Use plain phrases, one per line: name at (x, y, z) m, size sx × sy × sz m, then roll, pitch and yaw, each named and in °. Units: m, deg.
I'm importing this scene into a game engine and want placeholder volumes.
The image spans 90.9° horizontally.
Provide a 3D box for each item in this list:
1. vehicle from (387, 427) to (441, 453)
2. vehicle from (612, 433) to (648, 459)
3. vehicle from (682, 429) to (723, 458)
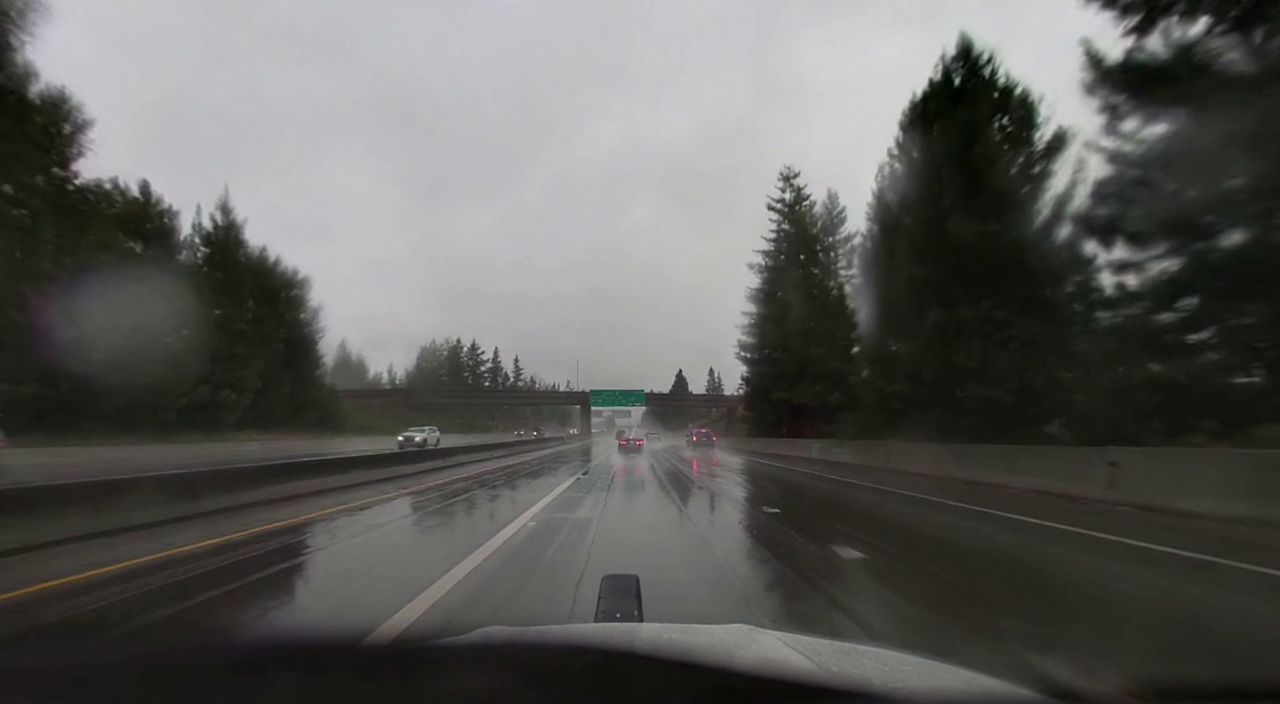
vehicle at (-14.161, 5.536, 39.723) m, size 2.152 × 1.601 × 3.543 m, roll 0°, pitch -8°, yaw -2°
vehicle at (-0.618, 5.443, 36.736) m, size 1.987 × 1.440 × 3.565 m, roll 0°, pitch -8°, yaw -2°
vehicle at (3.671, 5.441, 37.656) m, size 1.892 × 1.600 × 3.782 m, roll 0°, pitch -8°, yaw -2°
